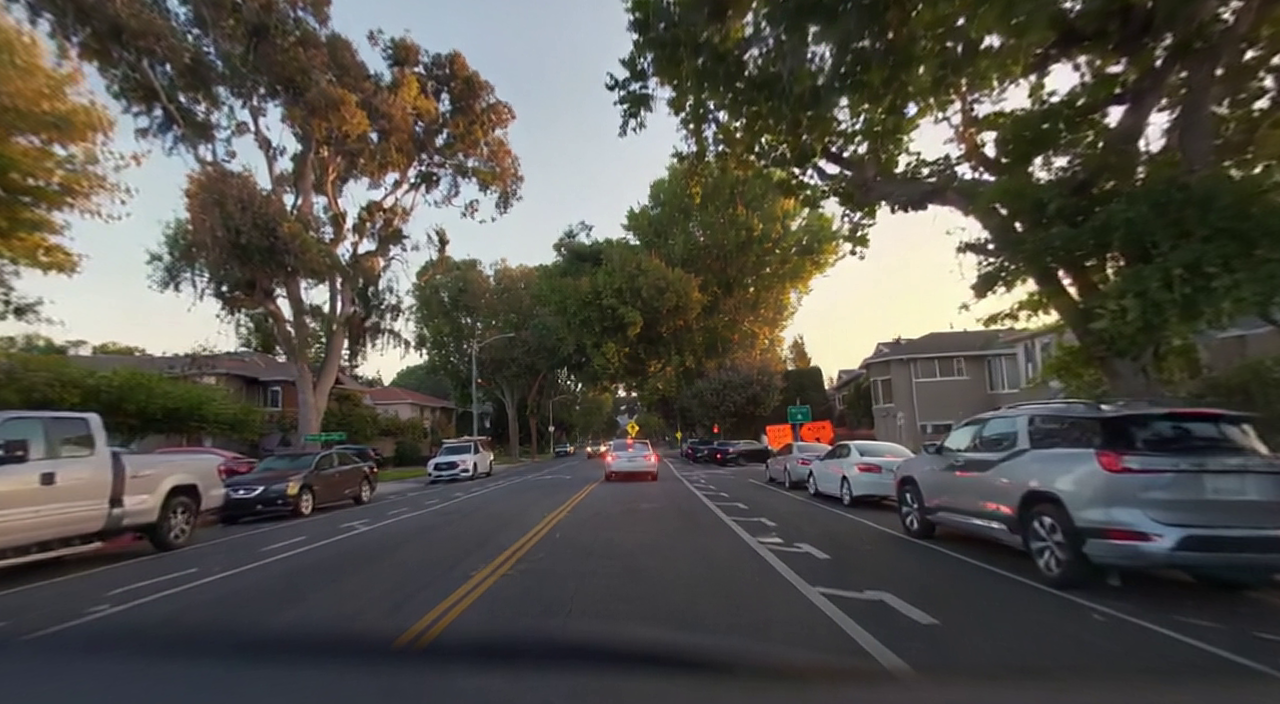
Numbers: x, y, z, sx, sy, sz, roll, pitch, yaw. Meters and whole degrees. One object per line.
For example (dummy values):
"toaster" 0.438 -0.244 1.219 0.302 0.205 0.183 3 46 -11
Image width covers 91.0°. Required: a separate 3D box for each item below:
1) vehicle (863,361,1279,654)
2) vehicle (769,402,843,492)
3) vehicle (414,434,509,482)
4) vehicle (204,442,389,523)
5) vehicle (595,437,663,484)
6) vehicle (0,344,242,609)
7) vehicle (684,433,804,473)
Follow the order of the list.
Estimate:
"vehicle" 4.818 1.461 7.228 2.279 1.946 5.925 0 -8 -1
"vehicle" 5.200 3.007 20.008 1.409 2.648 2.645 0 -9 -4
"vehicle" -8.222 4.960 29.789 2.659 2.047 6.014 0 -8 0
"vehicle" -8.062 3.056 15.389 2.036 1.676 4.440 0 -8 -1
"vehicle" -0.317 3.767 22.130 2.151 1.481 4.084 0 -8 1
"vehicle" -7.618 1.450 7.676 2.526 2.631 4.228 0 -8 2
"vehicle" 5.192 5.005 31.443 5.503 1.853 2.218 -3 -9 21
